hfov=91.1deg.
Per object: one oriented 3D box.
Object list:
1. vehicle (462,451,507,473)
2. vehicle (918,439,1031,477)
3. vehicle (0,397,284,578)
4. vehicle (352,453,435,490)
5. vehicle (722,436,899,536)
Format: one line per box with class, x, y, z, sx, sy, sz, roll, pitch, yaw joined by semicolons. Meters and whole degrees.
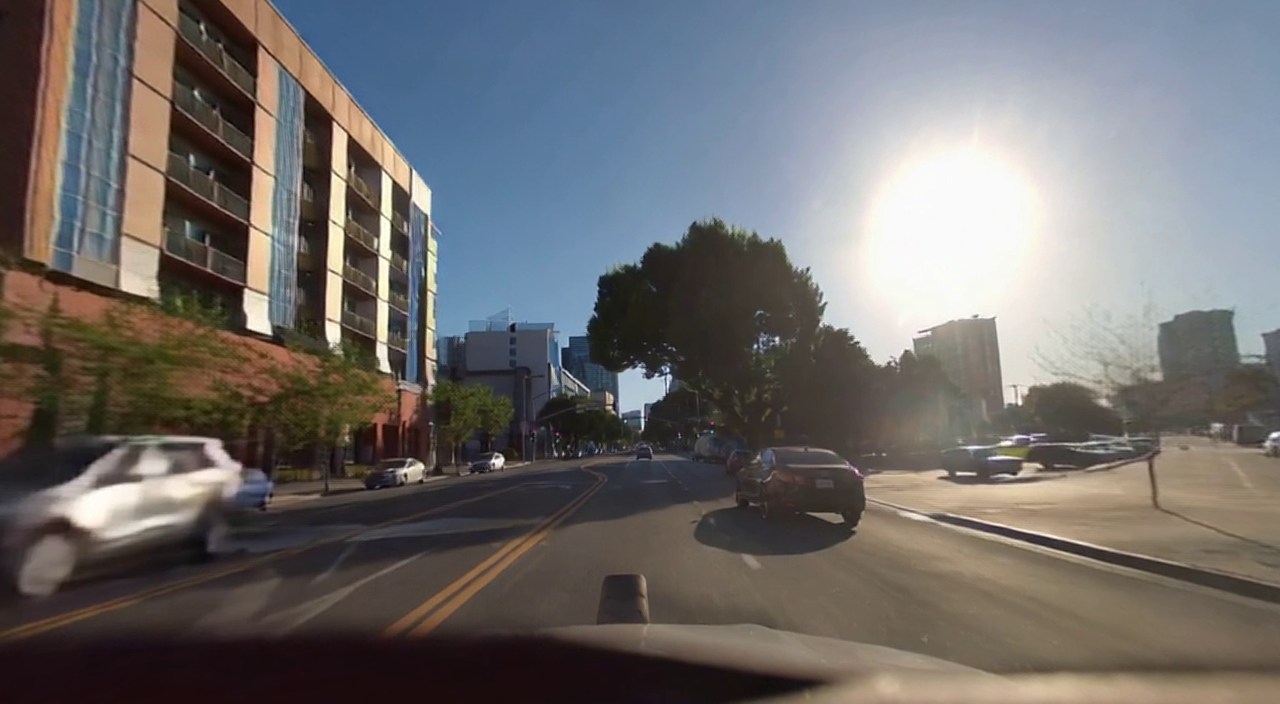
vehicle;-11.782;8.404;47.944;1.944;1.575;4.895;-1;-10;3
vehicle;16.194;5.143;30.568;4.412;1.503;1.771;-4;-8;0
vehicle;-8.467;1.974;10.009;2.379;2.086;5.321;0;-9;0
vehicle;-11.981;5.834;30.916;2.015;1.521;4.798;-1;-8;3
vehicle;2.937;2.414;11.960;2.080;1.524;4.348;0;-9;-1
